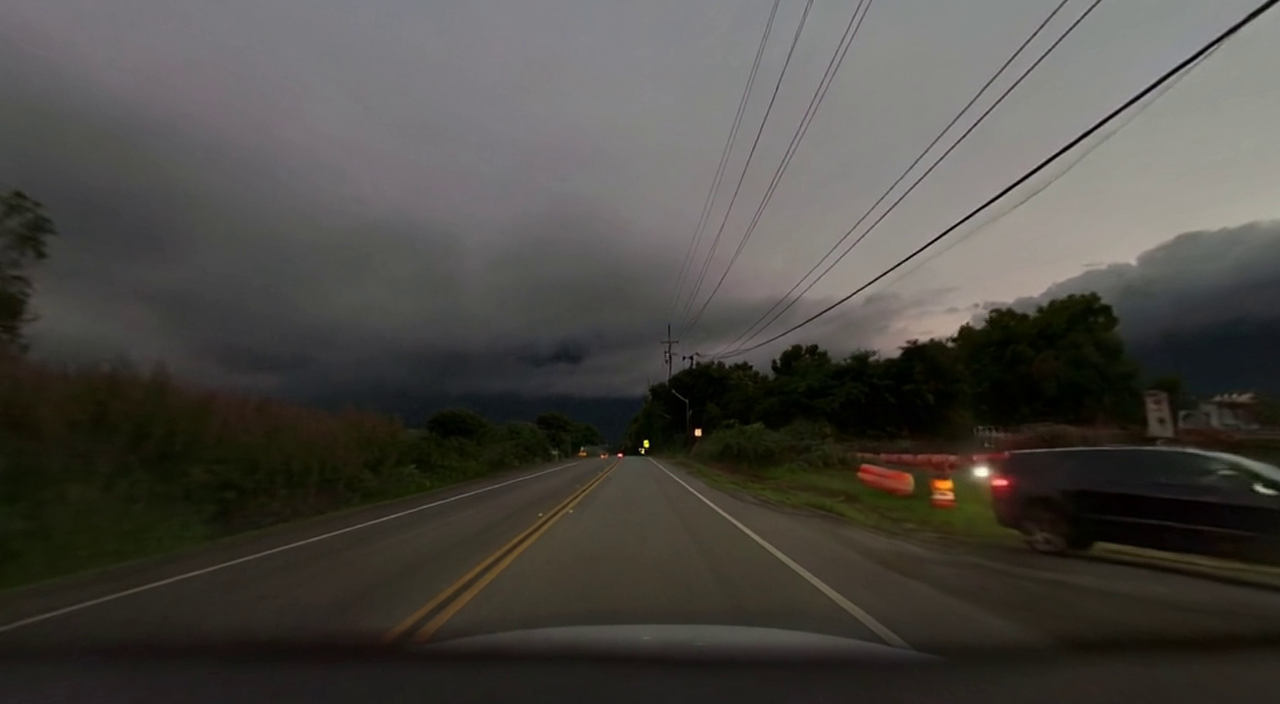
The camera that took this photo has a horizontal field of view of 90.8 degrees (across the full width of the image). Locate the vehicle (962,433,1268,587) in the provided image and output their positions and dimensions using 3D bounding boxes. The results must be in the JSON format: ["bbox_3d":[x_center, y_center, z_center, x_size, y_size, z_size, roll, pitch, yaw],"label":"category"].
[{"bbox_3d":[7.261,2.265,9.608,4.620,1.820,1.917,7,-10,-29],"label":"vehicle"}]
